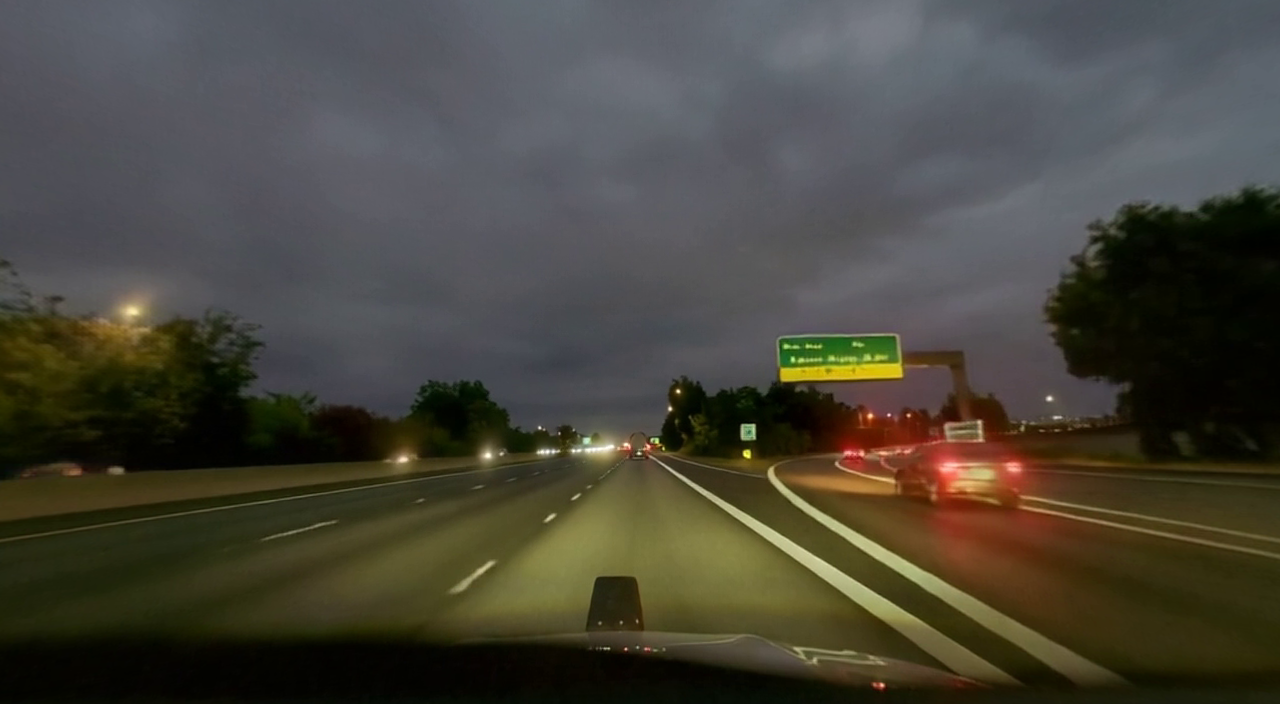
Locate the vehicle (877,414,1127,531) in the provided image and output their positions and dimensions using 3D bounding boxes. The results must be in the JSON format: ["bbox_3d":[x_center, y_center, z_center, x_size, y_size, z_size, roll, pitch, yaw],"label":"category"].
[{"bbox_3d":[6.245,2.149,11.749,2.096,1.712,4.697,-1,-9,4],"label":"vehicle"}]
